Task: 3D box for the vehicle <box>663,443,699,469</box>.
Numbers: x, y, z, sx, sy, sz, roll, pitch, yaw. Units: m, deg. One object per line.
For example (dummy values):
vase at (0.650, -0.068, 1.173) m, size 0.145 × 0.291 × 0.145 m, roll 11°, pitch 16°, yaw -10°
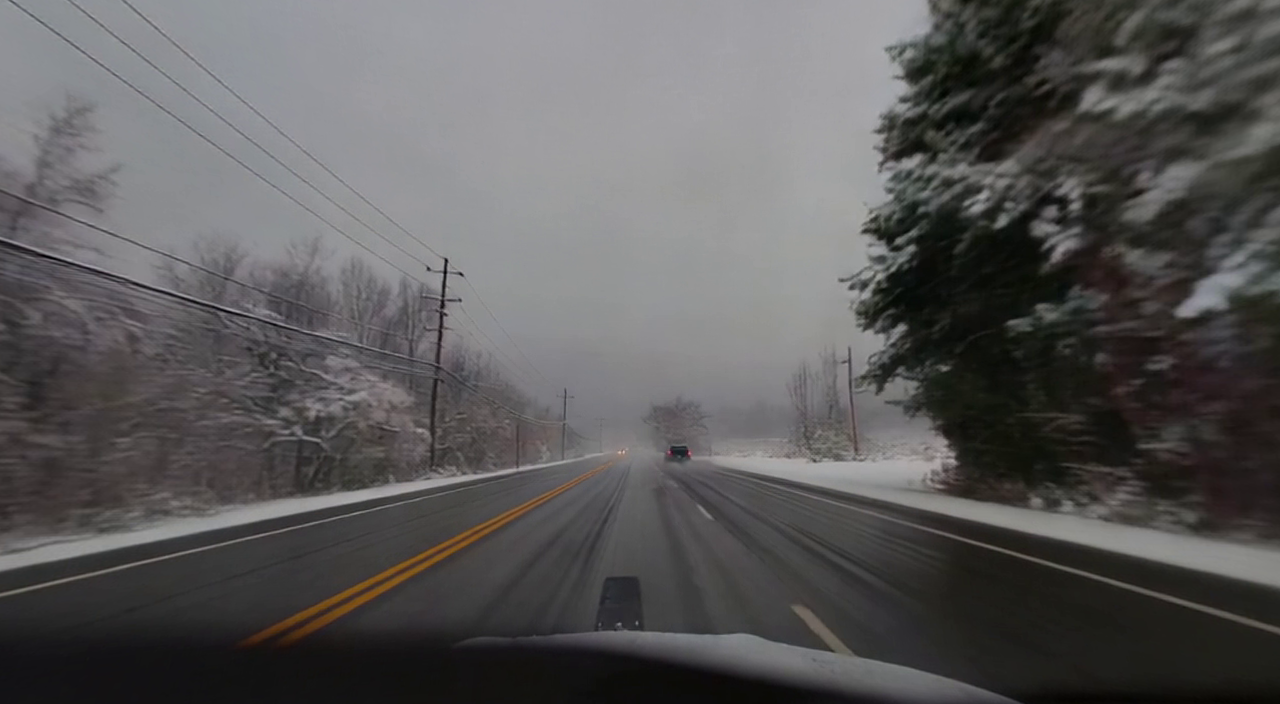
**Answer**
vehicle at (2.843, 7.337, 44.659) m, size 2.135 × 1.692 × 4.185 m, roll 0°, pitch -9°, yaw -2°
